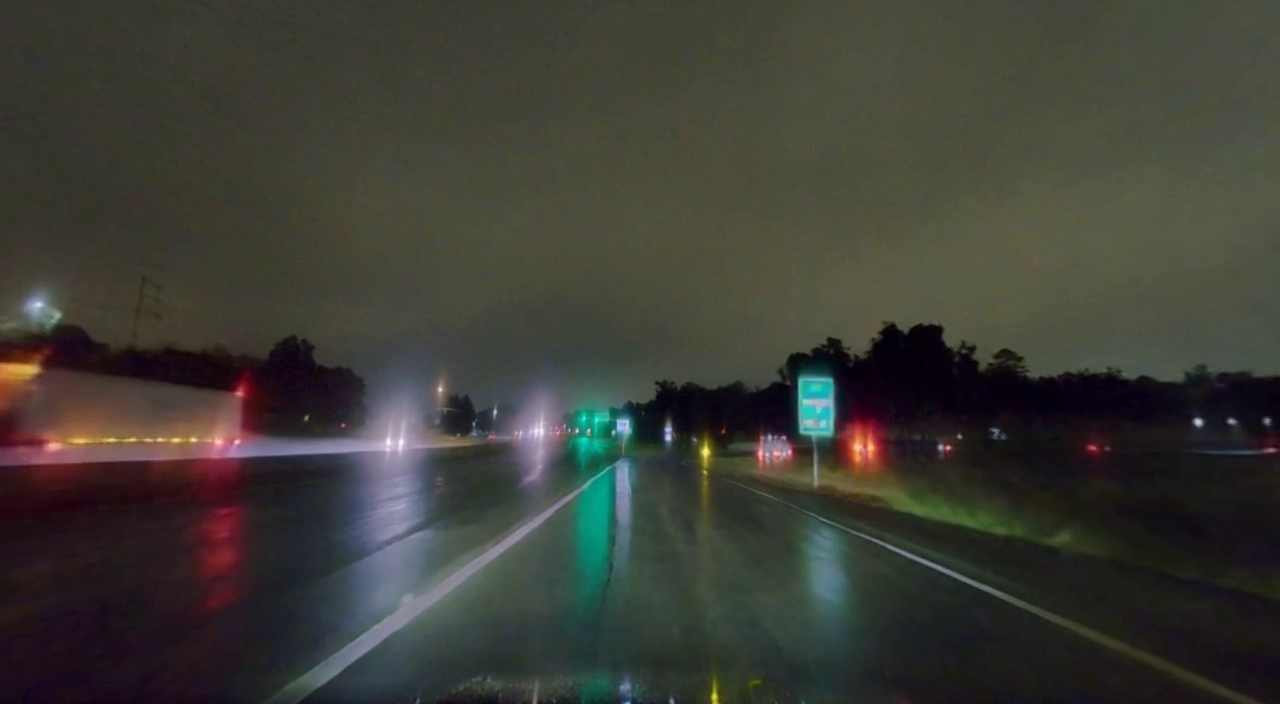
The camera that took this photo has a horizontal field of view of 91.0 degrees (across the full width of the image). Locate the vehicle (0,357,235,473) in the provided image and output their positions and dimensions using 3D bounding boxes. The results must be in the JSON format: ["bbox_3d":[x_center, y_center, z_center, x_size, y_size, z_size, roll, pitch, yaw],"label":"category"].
[{"bbox_3d":[-24.045,3.145,28.428,2.851,3.983,14.254,0,-8,-3],"label":"vehicle"}]
